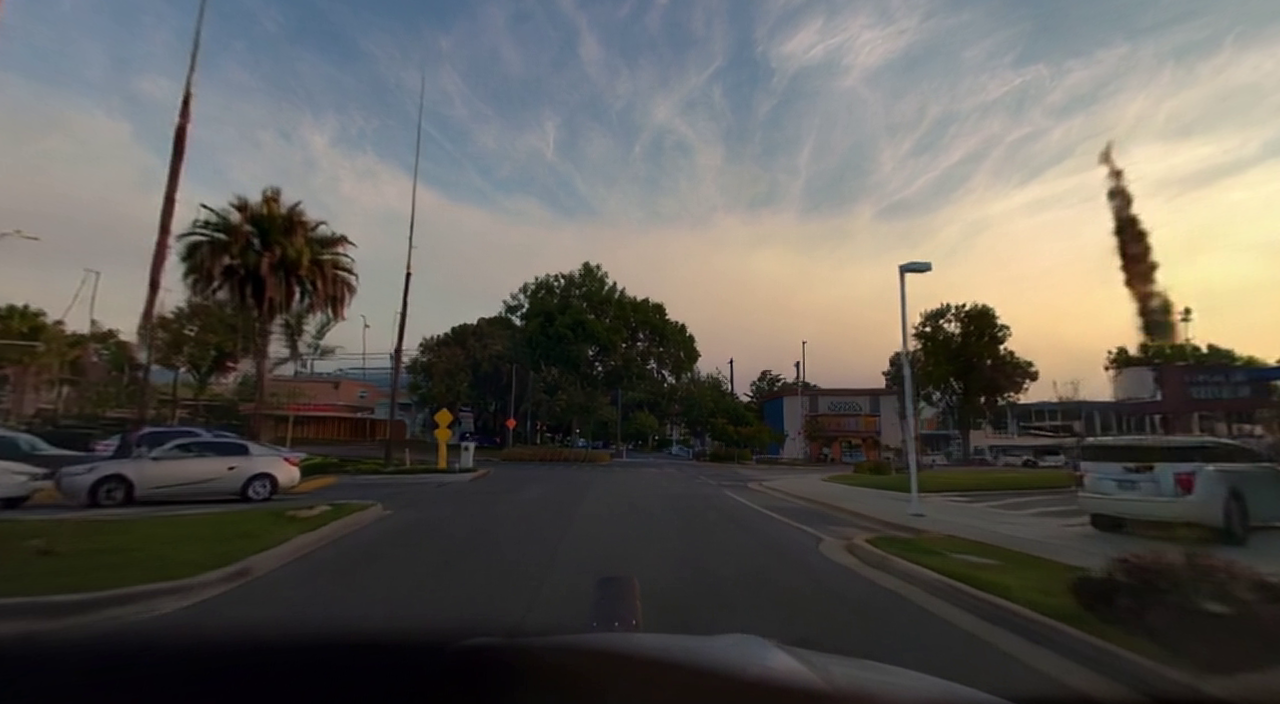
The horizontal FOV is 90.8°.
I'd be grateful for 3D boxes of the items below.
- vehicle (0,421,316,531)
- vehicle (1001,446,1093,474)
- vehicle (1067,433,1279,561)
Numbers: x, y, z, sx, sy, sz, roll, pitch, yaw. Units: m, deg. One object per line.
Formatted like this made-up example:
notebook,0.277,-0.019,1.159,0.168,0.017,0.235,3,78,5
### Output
vehicle,-8.402,2.021,10.963,2.086,1.434,4.809,-3,-9,18
vehicle,27.908,7.390,43.430,4.839,1.845,2.037,0,-8,-1
vehicle,9.359,2.184,10.256,4.651,1.610,2.157,6,-10,-31
